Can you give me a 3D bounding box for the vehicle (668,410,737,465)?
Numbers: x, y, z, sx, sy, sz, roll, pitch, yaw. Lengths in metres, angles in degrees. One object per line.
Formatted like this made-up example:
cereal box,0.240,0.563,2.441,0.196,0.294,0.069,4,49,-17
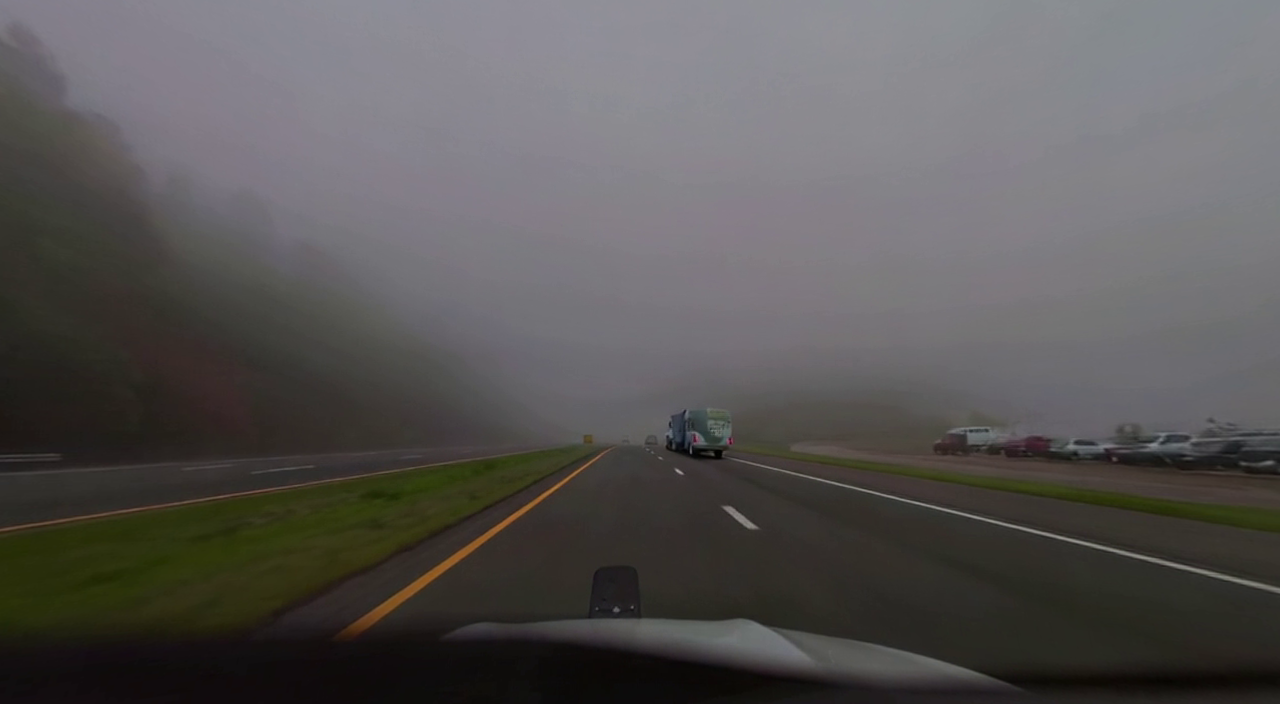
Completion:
vehicle,3.222,4.616,34.211,2.821,2.672,6.205,0,-8,-3
